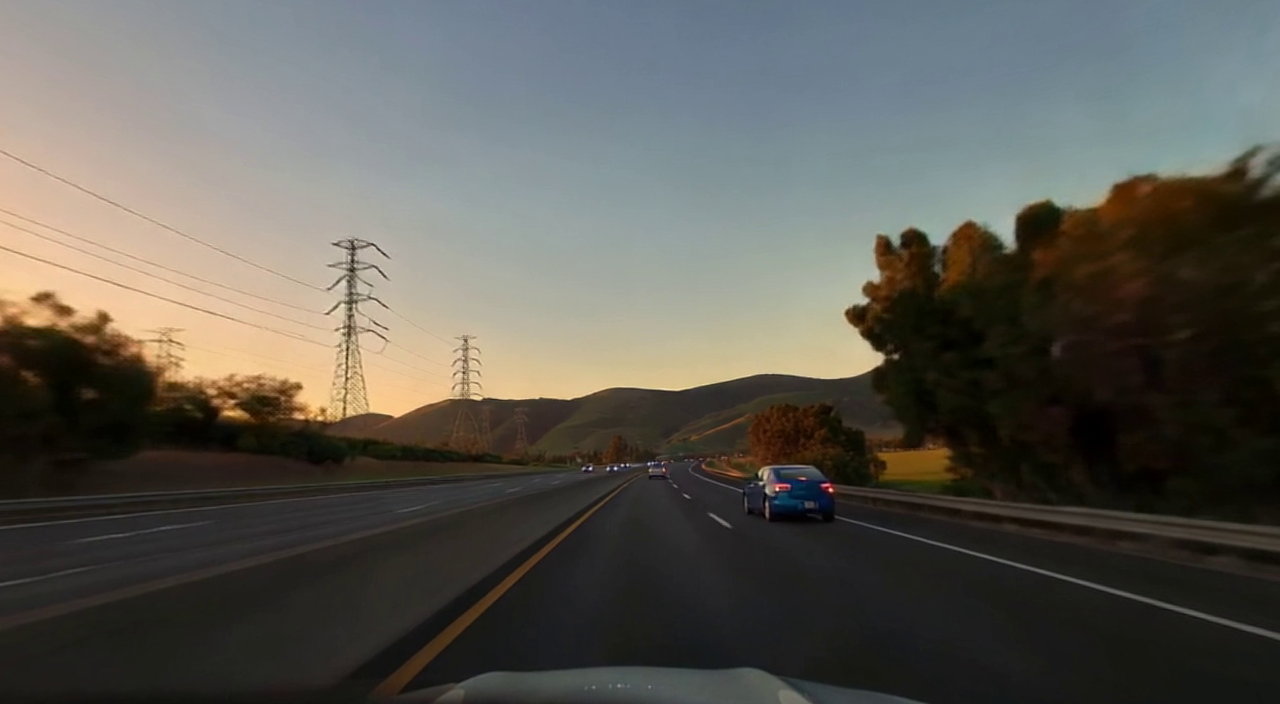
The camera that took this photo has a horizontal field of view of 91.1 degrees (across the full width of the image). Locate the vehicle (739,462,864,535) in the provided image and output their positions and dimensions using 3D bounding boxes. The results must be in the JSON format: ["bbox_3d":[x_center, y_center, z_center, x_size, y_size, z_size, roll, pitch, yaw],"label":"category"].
[{"bbox_3d":[3.766,3.499,15.445,1.985,1.521,3.904,1,-10,-1],"label":"vehicle"}]
